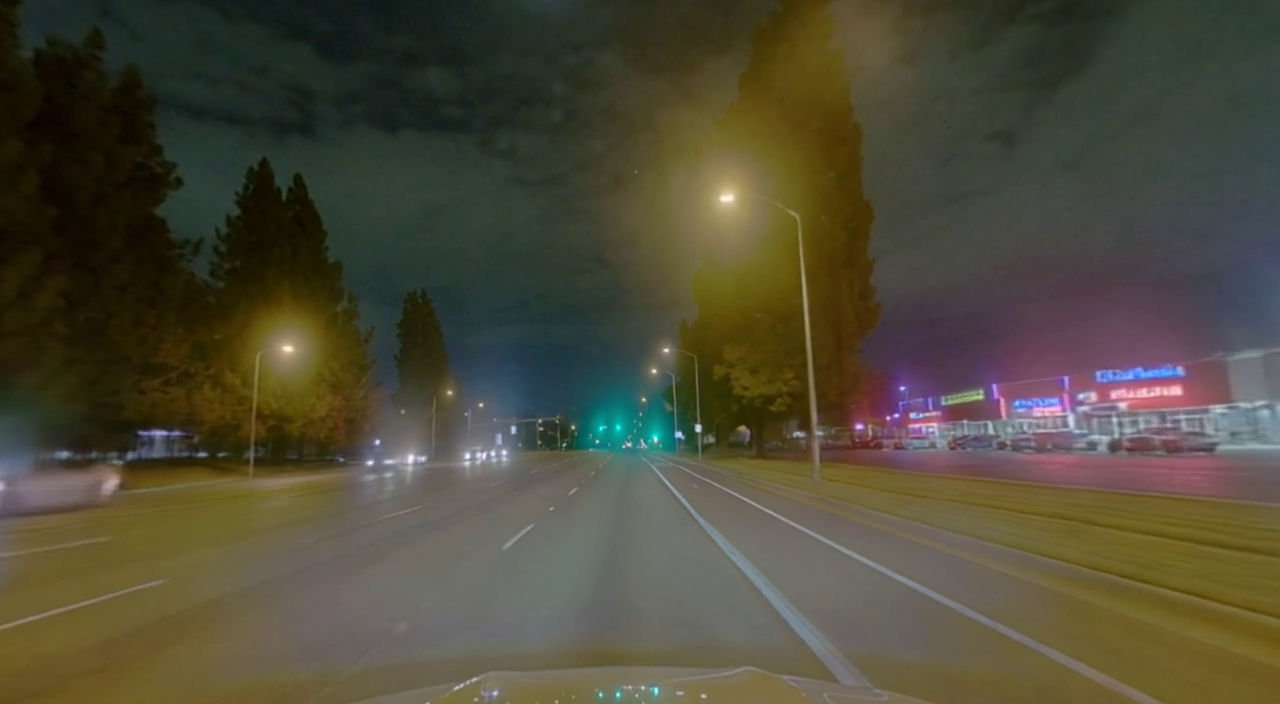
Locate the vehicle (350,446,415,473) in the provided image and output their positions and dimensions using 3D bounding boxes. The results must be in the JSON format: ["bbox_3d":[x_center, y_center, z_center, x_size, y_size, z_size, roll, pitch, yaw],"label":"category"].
[{"bbox_3d":[-14.650,6.123,36.107,1.907,1.469,4.441,0,-9,0],"label":"vehicle"}]
